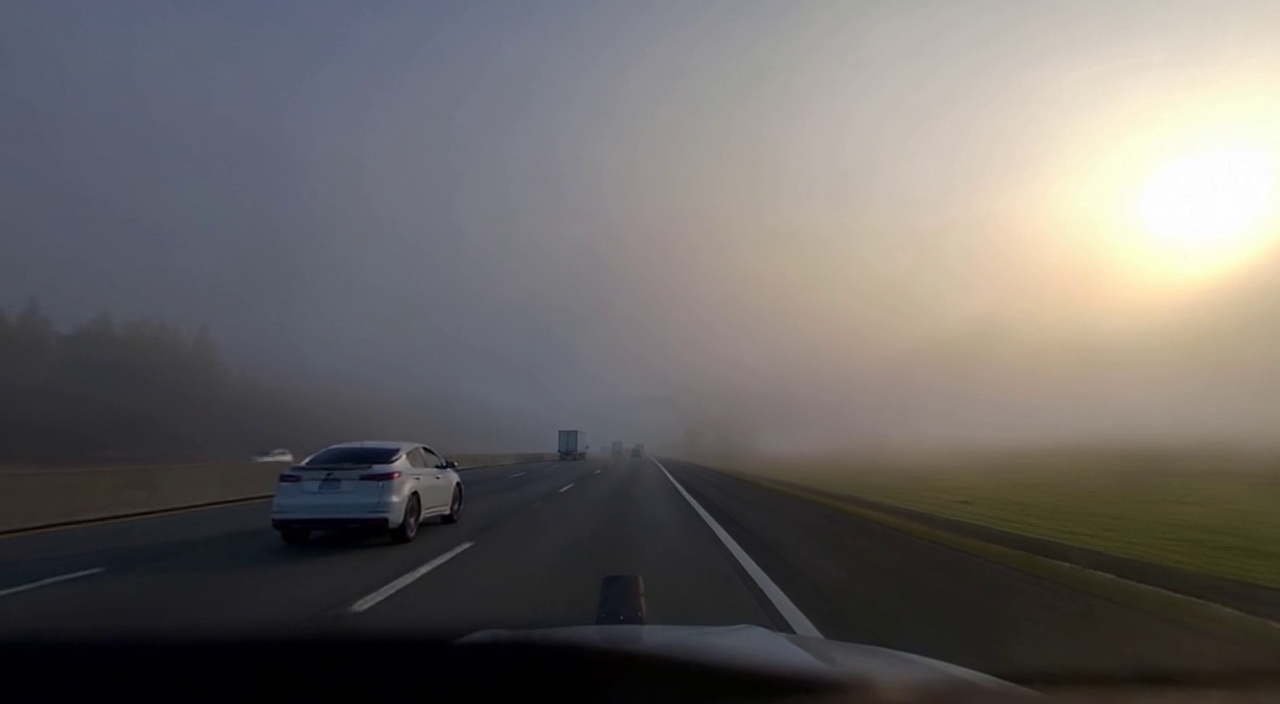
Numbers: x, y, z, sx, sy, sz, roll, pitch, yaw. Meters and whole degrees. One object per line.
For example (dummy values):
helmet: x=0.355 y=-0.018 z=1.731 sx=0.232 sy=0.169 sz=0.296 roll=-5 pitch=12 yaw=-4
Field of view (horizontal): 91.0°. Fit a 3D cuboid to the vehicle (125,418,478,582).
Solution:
vehicle: x=-3.880 y=1.788 z=8.500 sx=2.028 sy=1.553 sz=4.820 roll=0 pitch=-9 yaw=1
